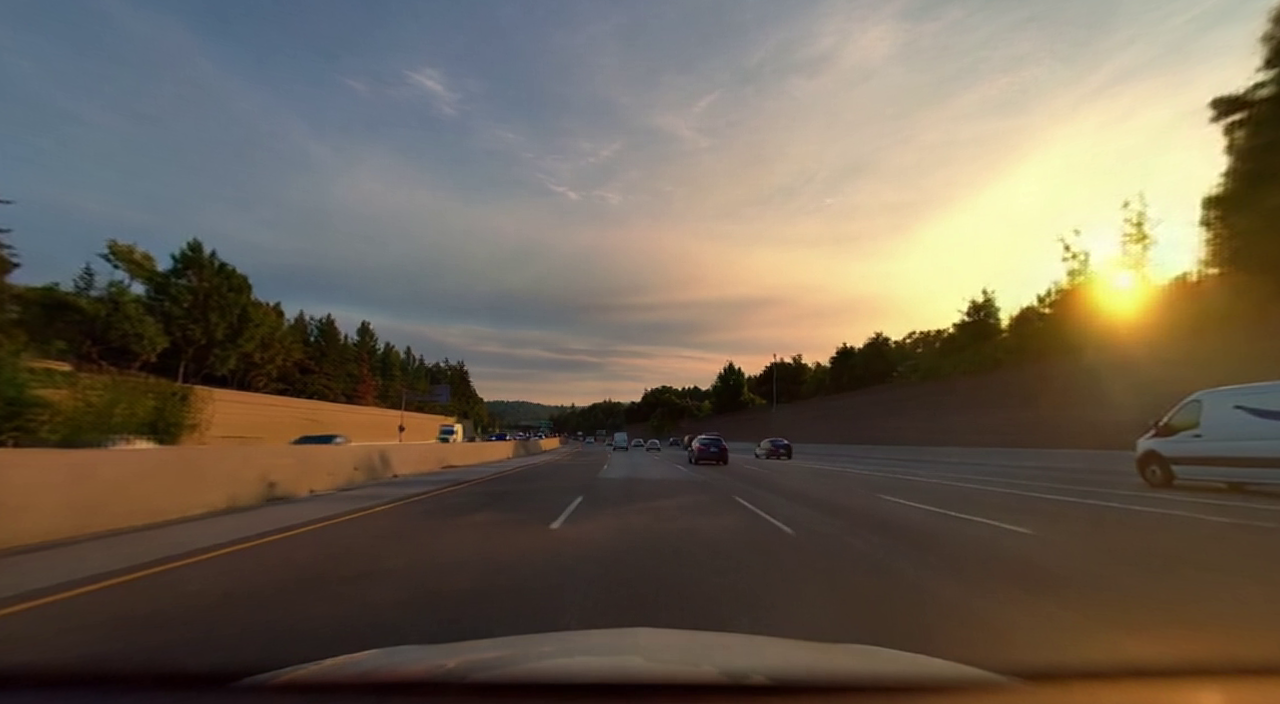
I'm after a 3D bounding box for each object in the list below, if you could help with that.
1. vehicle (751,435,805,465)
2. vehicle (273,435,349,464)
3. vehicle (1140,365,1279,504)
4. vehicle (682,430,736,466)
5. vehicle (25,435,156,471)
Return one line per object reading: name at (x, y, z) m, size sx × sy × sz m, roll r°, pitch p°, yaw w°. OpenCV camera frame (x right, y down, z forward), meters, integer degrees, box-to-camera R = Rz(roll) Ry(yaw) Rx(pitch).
vehicle at (7.208, 5.184, 33.361) m, size 1.798 × 1.473 × 4.077 m, roll 0°, pitch -8°, yaw -2°
vehicle at (-17.841, 5.300, 34.465) m, size 1.851 × 1.457 × 4.369 m, roll 0°, pitch -8°, yaw -1°
vehicle at (14.203, 1.646, 12.723) m, size 2.274 × 2.802 × 6.802 m, roll 0°, pitch -8°, yaw -3°
vehicle at (3.554, 5.010, 33.116) m, size 2.141 × 1.732 × 4.279 m, roll 0°, pitch -8°, yaw -3°
vehicle at (-25.345, 4.661, 29.358) m, size 1.927 × 1.488 × 4.649 m, roll 0°, pitch -8°, yaw -1°
